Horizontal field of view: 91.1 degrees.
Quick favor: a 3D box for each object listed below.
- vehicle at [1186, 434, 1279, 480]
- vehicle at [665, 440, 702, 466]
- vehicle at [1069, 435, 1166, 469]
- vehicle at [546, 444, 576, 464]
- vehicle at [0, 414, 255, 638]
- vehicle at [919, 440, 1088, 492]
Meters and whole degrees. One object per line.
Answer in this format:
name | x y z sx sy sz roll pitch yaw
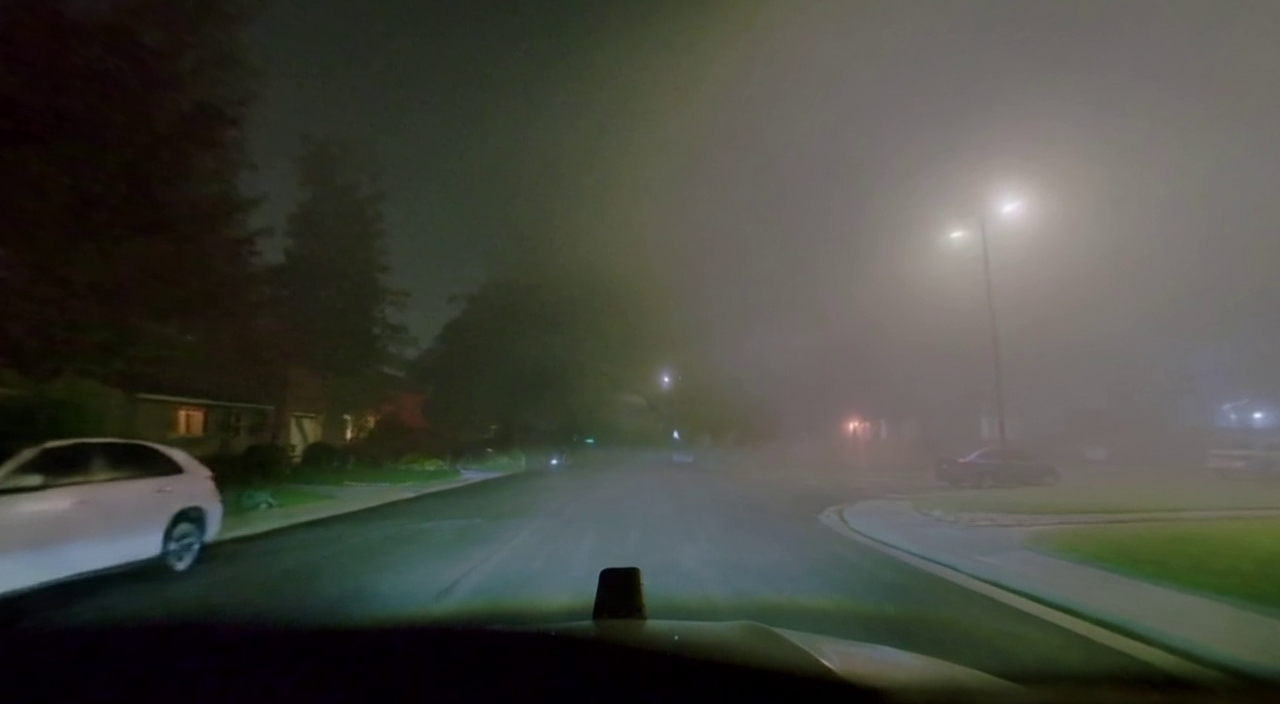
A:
vehicle | 24.431 4.166 25.044 4.304 1.710 1.936 3 -9 -20
vehicle | 3.042 7.232 44.914 2.140 1.749 4.369 1 -9 -3
vehicle | 27.308 5.699 35.900 4.674 1.831 2.139 3 -10 -22
vehicle | -6.148 8.010 49.375 1.947 1.557 3.900 0 -9 -2
vehicle | -6.011 1.518 5.902 1.998 1.742 4.210 0 -9 1
vehicle | 12.537 3.914 21.832 4.708 1.527 2.113 0 -8 -10
